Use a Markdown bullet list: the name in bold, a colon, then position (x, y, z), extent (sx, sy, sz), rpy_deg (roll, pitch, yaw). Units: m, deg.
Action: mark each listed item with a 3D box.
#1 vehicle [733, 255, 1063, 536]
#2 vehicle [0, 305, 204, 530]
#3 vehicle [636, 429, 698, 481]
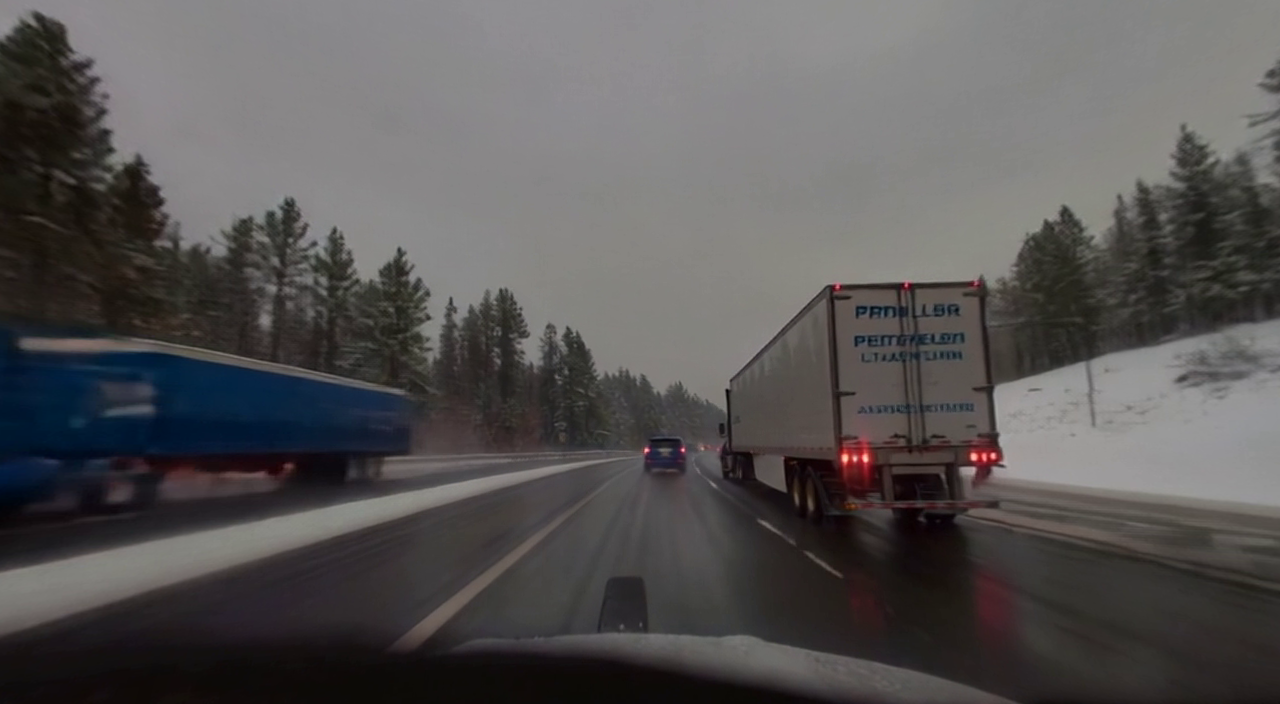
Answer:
- **vehicle**: position (4.979, 1.816, 17.636), extent (2.899, 4.160, 16.621), rpy_deg (-1, -9, 2)
- **vehicle**: position (-12.975, 1.281, 11.992), extent (3.038, 3.995, 8.330), rpy_deg (-1, -8, 2)
- **vehicle**: position (1.073, 4.051, 25.074), extent (2.222, 1.848, 4.610), rpy_deg (-1, -8, 3)
